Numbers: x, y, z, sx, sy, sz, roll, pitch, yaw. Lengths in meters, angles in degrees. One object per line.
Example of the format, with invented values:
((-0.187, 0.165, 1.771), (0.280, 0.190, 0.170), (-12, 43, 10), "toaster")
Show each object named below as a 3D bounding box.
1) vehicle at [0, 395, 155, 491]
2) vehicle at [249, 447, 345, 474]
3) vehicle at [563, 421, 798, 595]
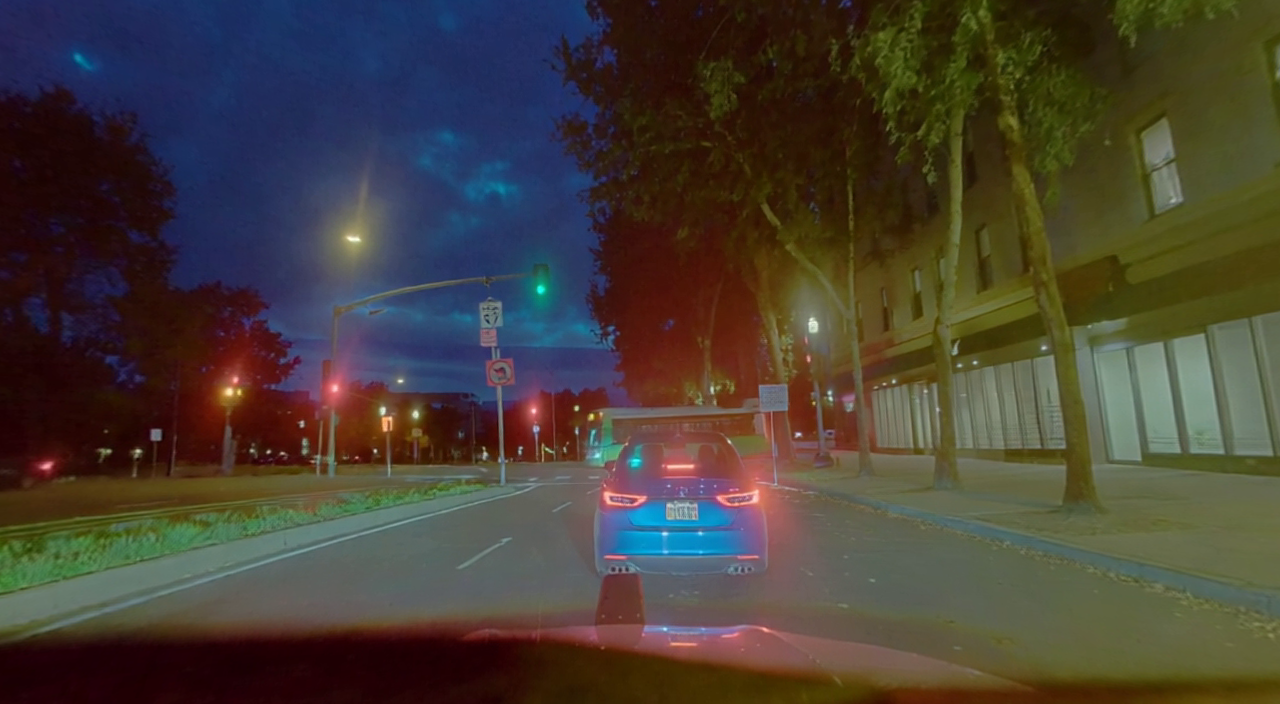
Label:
((-25.931, 3.653, 25.337), (2.692, 3.685, 10.153), (-3, -9, 20), "vehicle")
((-20.289, 6.387, 37.605), (1.883, 1.461, 4.830), (-4, -9, 23), "vehicle")
((0.383, 1.625, 7.386), (2.006, 1.470, 3.799), (0, -8, 1), "vehicle")
